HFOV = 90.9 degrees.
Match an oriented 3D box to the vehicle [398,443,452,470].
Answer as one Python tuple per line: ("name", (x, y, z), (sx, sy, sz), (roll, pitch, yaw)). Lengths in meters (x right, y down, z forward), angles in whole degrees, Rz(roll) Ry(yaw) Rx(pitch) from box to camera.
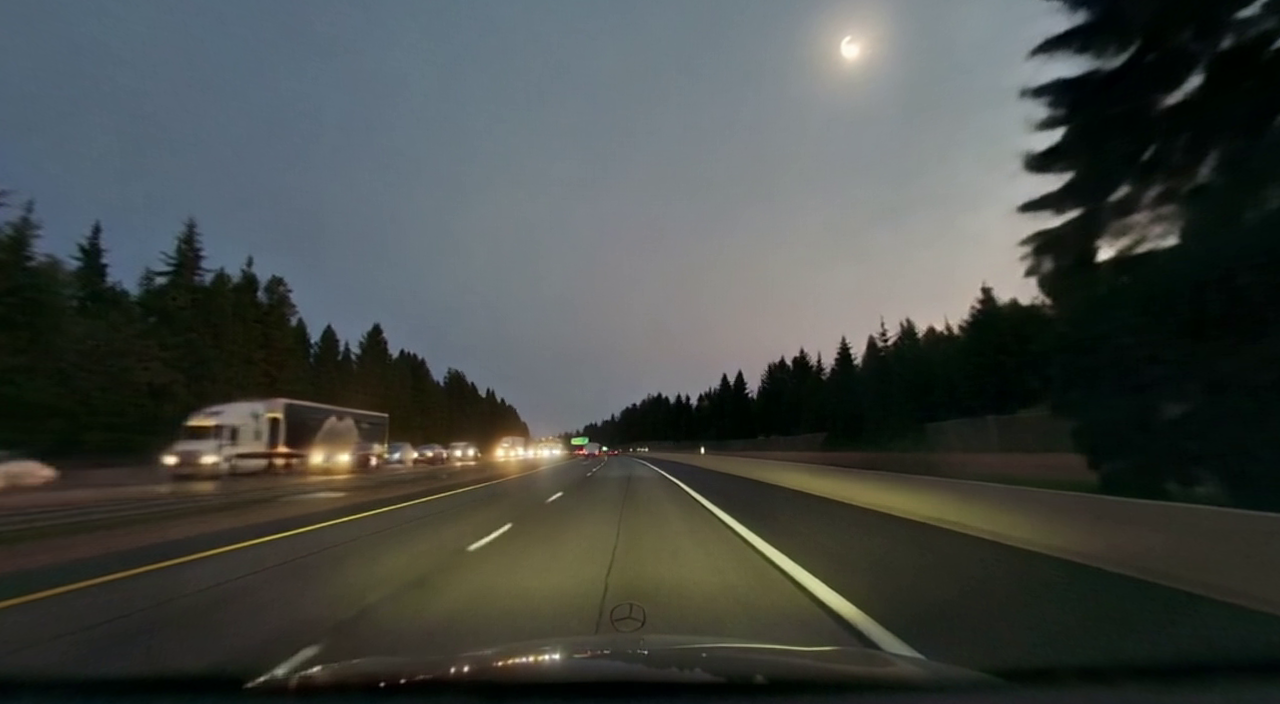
("vehicle", (-14.571, 7.116, 42.962), (2.037, 1.711, 4.611), (0, -9, 1))

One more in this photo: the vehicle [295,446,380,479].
("vehicle", (-14.800, 5.423, 31.127), (1.972, 1.486, 4.484), (0, -9, 0))

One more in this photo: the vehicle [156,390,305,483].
("vehicle", (-19.308, 4.052, 30.261), (3.004, 3.954, 5.872), (1, -8, 0))
